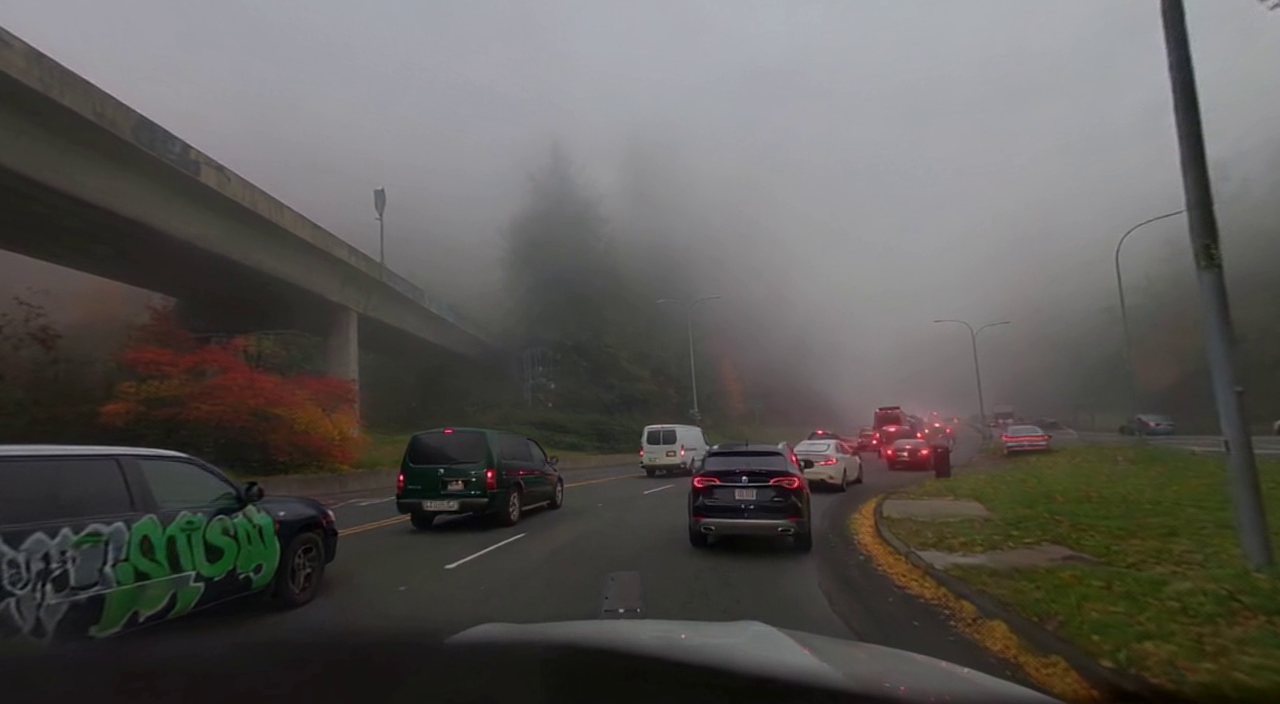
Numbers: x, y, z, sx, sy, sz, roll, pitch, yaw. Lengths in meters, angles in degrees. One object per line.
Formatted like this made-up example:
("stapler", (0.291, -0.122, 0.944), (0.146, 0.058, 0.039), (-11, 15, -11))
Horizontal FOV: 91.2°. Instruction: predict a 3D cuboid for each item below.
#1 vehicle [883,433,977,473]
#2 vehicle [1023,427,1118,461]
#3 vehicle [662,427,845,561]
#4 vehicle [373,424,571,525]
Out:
("vehicle", (11.481, 3.977, 24.708), (3.902, 1.446, 1.780), (7, -12, -40))
("vehicle", (19.959, 4.275, 29.055), (3.934, 1.485, 1.763), (4, -10, -25))
("vehicle", (1.882, 1.966, 9.358), (2.064, 1.515, 3.722), (-4, -9, 19))
("vehicle", (-2.944, 2.269, 12.057), (1.921, 1.554, 4.081), (-3, -9, 13))
